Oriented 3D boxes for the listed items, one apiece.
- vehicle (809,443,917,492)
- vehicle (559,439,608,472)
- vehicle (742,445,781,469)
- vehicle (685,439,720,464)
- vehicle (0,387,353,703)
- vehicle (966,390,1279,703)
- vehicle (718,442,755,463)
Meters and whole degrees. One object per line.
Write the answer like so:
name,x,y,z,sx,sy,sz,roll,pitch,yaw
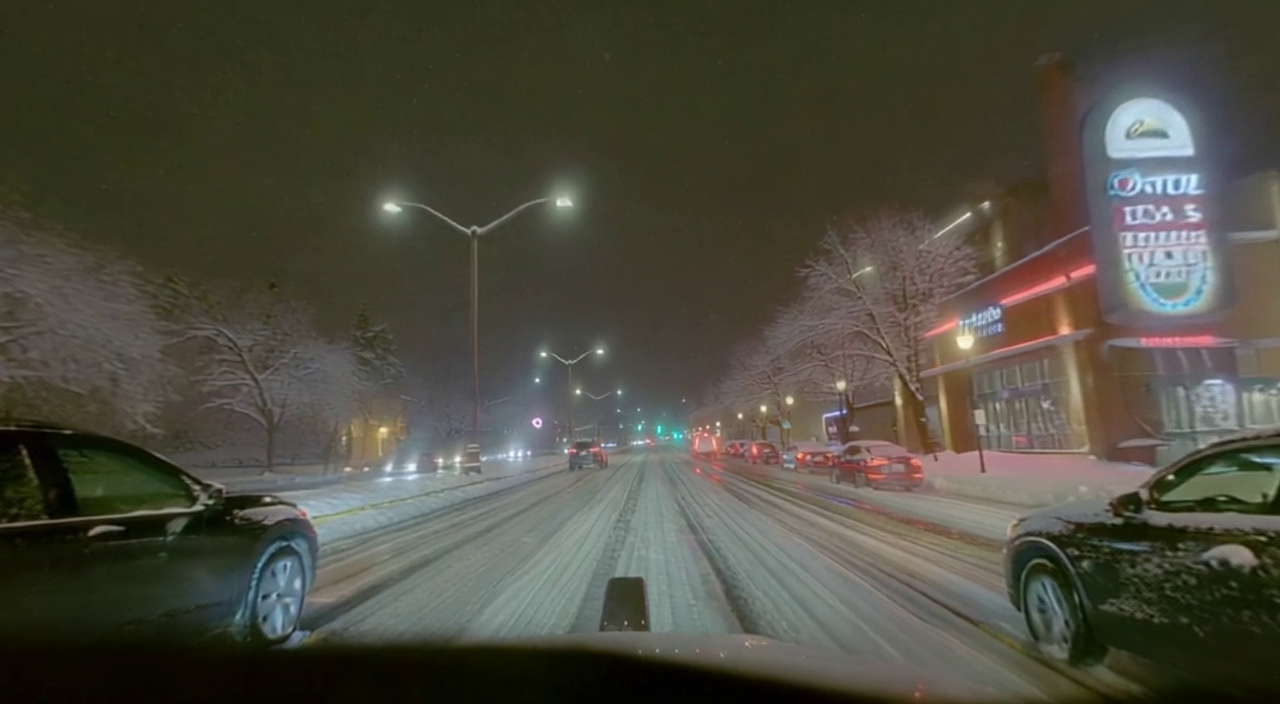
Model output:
vehicle,7.446,3.888,21.608,1.976,1.469,4.576,0,-8,-1
vehicle,-2.764,5.181,31.663,1.917,1.511,4.436,-1,-8,2
vehicle,7.596,6.573,39.678,1.654,1.440,3.647,0,-8,-1
vehicle,4.405,7.084,45.083,2.007,1.683,4.171,0,-8,-1
vehicle,-3.323,0.899,2.304,2.155,1.504,4.776,-1,-8,2
vehicle,3.287,0.865,2.098,1.981,1.499,4.536,0,-8,0
vehicle,7.564,7.923,49.761,1.918,1.598,4.536,0,-8,-3
